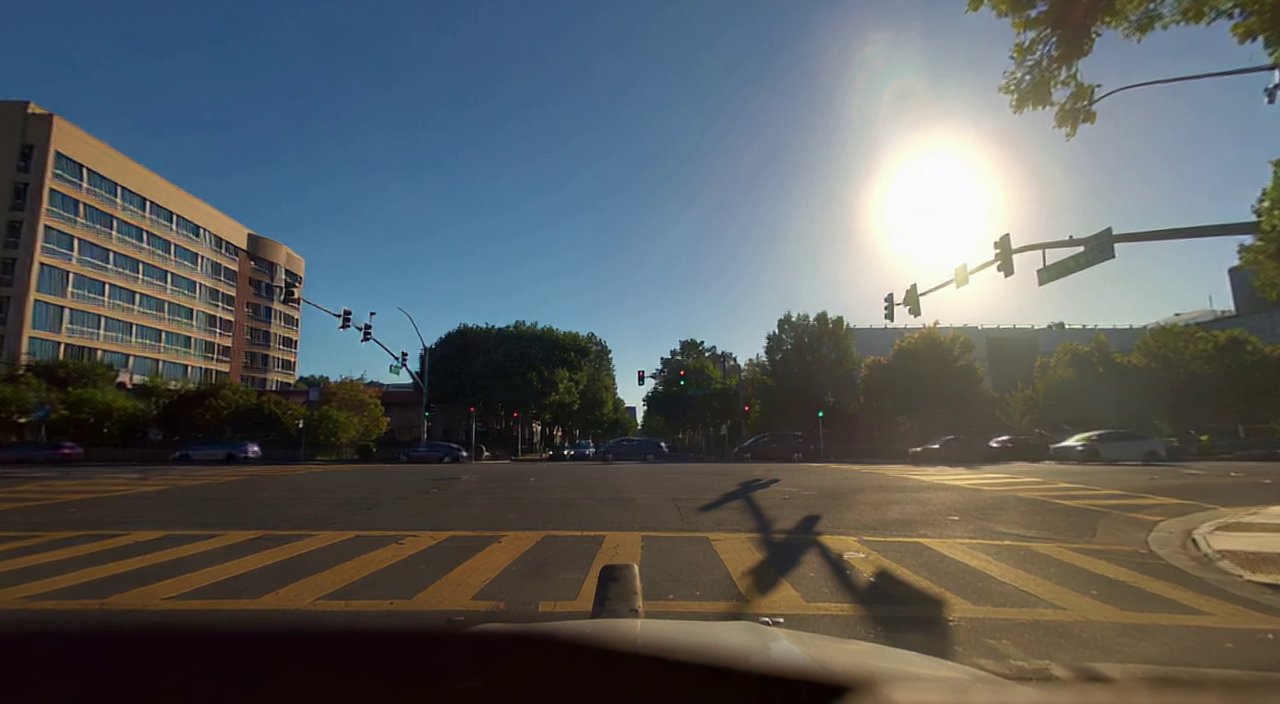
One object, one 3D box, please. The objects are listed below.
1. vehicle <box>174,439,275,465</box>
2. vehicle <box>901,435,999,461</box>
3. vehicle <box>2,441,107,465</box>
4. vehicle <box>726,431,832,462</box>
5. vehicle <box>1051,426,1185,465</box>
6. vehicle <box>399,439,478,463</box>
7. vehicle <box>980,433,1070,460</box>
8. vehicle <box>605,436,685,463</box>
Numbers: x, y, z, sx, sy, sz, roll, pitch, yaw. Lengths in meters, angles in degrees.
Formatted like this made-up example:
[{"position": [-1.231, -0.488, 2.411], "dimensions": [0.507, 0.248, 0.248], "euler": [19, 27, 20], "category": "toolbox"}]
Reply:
[{"position": [-24.080, 5.820, 36.684], "dimensions": [4.631, 1.435, 1.715], "euler": [0, -9, 0], "category": "vehicle"}, {"position": [18.102, 5.616, 37.029], "dimensions": [4.724, 1.452, 1.870], "euler": [0, -9, 1], "category": "vehicle"}, {"position": [-37.275, 6.456, 40.300], "dimensions": [4.759, 1.445, 1.865], "euler": [0, -9, -1], "category": "vehicle"}, {"position": [8.707, 5.981, 40.027], "dimensions": [6.133, 1.833, 2.155], "euler": [0, -9, 1], "category": "vehicle"}, {"position": [23.033, 4.519, 30.596], "dimensions": [4.662, 1.764, 2.064], "euler": [-1, -9, 2], "category": "vehicle"}, {"position": [-12.818, 6.346, 40.416], "dimensions": [4.443, 1.472, 1.794], "euler": [0, -9, 0], "category": "vehicle"}, {"position": [24.674, 6.079, 40.584], "dimensions": [4.488, 1.667, 1.869], "euler": [0, -9, 1], "category": "vehicle"}, {"position": [0.276, 5.669, 36.764], "dimensions": [4.519, 1.476, 1.767], "euler": [0, -9, 0], "category": "vehicle"}]
